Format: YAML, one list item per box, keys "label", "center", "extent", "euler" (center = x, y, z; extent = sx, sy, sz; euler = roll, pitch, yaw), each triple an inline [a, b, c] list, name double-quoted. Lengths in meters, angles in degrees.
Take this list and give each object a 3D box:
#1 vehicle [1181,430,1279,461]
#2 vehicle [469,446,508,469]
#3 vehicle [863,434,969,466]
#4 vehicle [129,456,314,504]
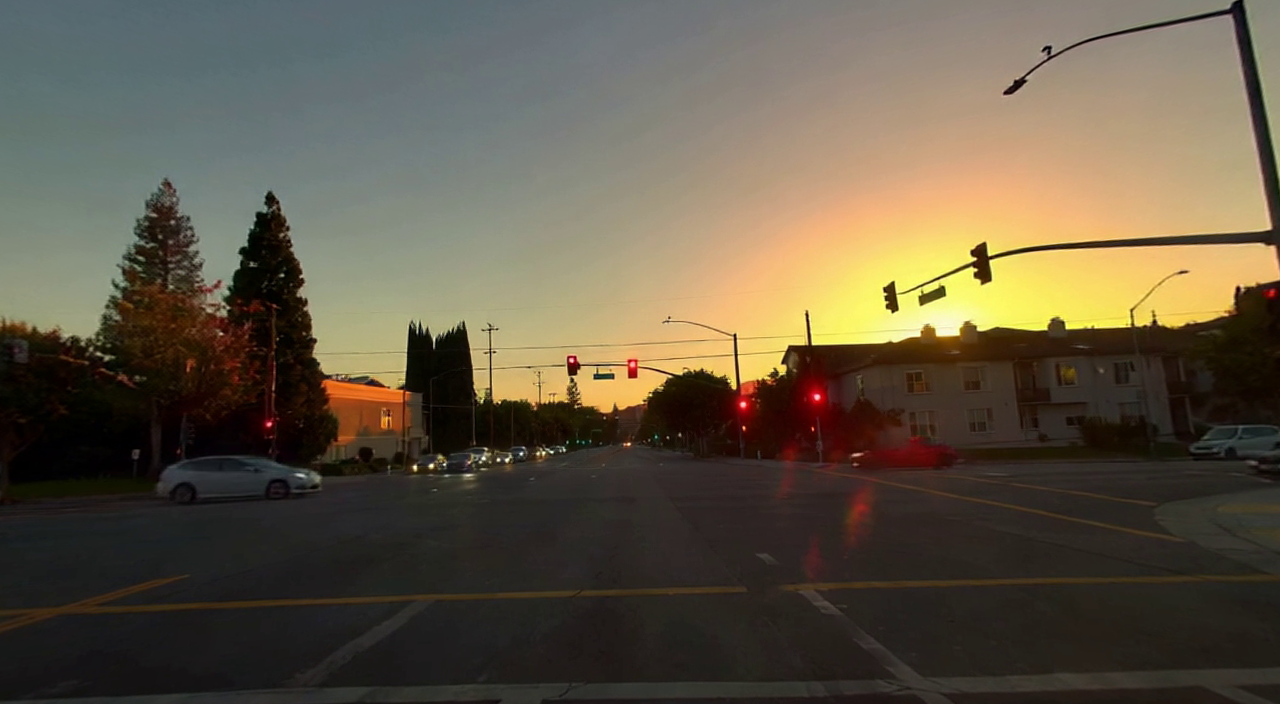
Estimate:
- label: "vehicle"
  center: [31.318, 4.886, 33.022]
  extent: [4.318, 1.488, 1.870]
  euler: [0, -9, -1]
- label: "vehicle"
  center: [-10.704, 7.461, 44.759]
  extent: [1.881, 1.509, 3.377]
  euler: [0, -9, 1]
- label: "vehicle"
  center: [14.430, 5.147, 33.131]
  extent: [4.873, 1.539, 1.932]
  euler: [-4, -9, 25]
- label: "vehicle"
  center: [-13.993, 4.279, 21.331]
  extent: [4.823, 1.449, 2.017]
  euler: [-1, -9, 2]
